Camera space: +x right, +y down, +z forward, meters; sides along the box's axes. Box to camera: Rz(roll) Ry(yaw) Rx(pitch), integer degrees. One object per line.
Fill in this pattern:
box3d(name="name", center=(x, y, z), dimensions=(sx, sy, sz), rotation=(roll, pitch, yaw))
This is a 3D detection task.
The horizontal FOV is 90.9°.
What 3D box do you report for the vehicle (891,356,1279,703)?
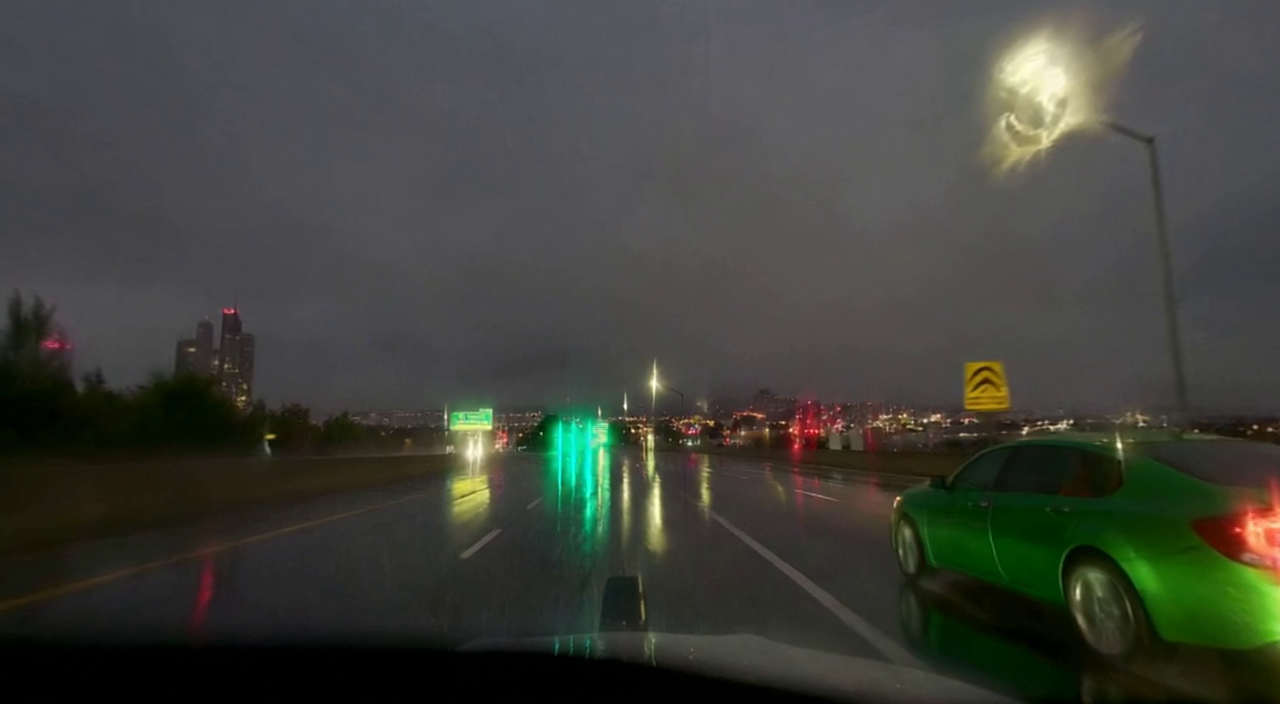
box3d(name="vehicle", center=(3.427, 0.975, 3.465), dimensions=(2.104, 1.575, 4.698), rotation=(0, -9, -1))
